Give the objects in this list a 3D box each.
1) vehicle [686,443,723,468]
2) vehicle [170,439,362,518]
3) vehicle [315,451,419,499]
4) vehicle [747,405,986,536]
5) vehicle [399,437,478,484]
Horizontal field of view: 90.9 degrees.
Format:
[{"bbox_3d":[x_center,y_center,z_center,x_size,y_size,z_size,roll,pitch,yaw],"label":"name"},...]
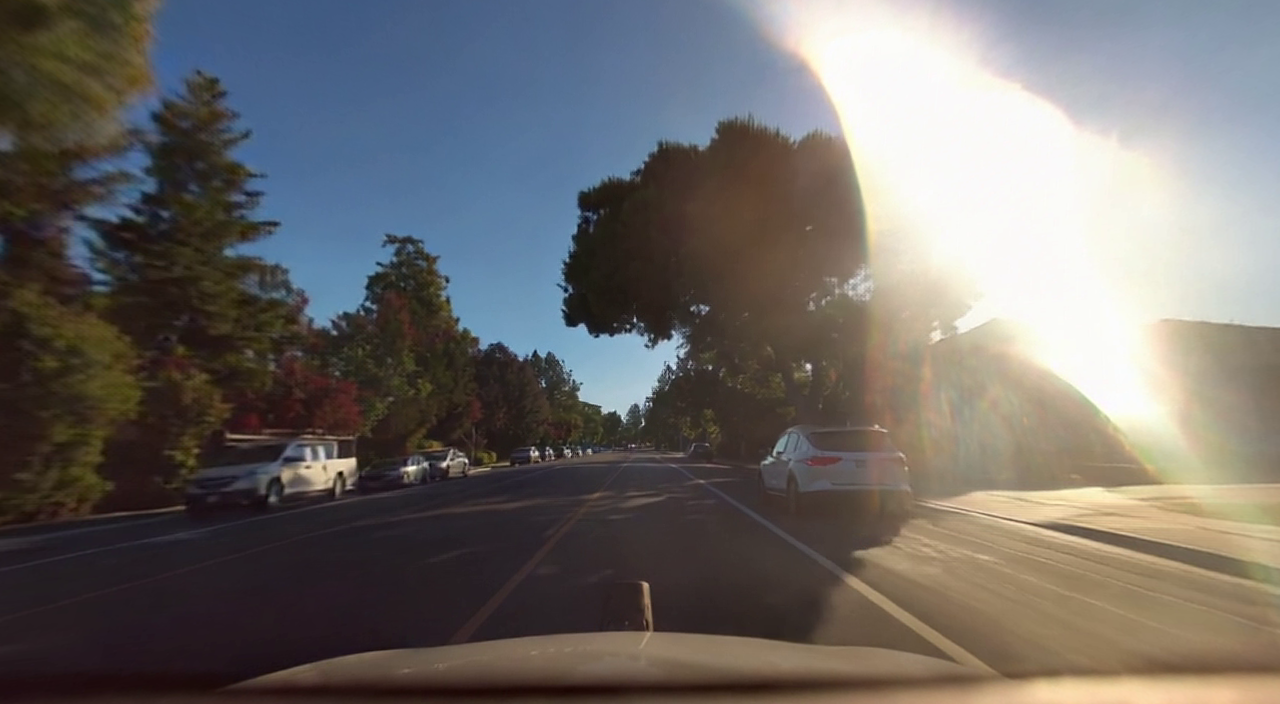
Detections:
[{"bbox_3d":[3.987,6.503,39.819,1.956,1.492,4.425,0,-8,1],"label":"vehicle"},{"bbox_3d":[-10.567,3.575,18.572,2.261,1.851,5.724,-2,-8,-1],"label":"vehicle"},{"bbox_3d":[-10.490,4.729,24.667,2.006,1.476,4.570,-3,-8,1],"label":"vehicle"},{"bbox_3d":[3.800,2.163,12.180,2.497,1.889,5.833,0,-8,1],"label":"vehicle"},{"bbox_3d":[-10.358,5.620,32.964,2.254,2.127,5.697,-3,-9,0],"label":"vehicle"}]
